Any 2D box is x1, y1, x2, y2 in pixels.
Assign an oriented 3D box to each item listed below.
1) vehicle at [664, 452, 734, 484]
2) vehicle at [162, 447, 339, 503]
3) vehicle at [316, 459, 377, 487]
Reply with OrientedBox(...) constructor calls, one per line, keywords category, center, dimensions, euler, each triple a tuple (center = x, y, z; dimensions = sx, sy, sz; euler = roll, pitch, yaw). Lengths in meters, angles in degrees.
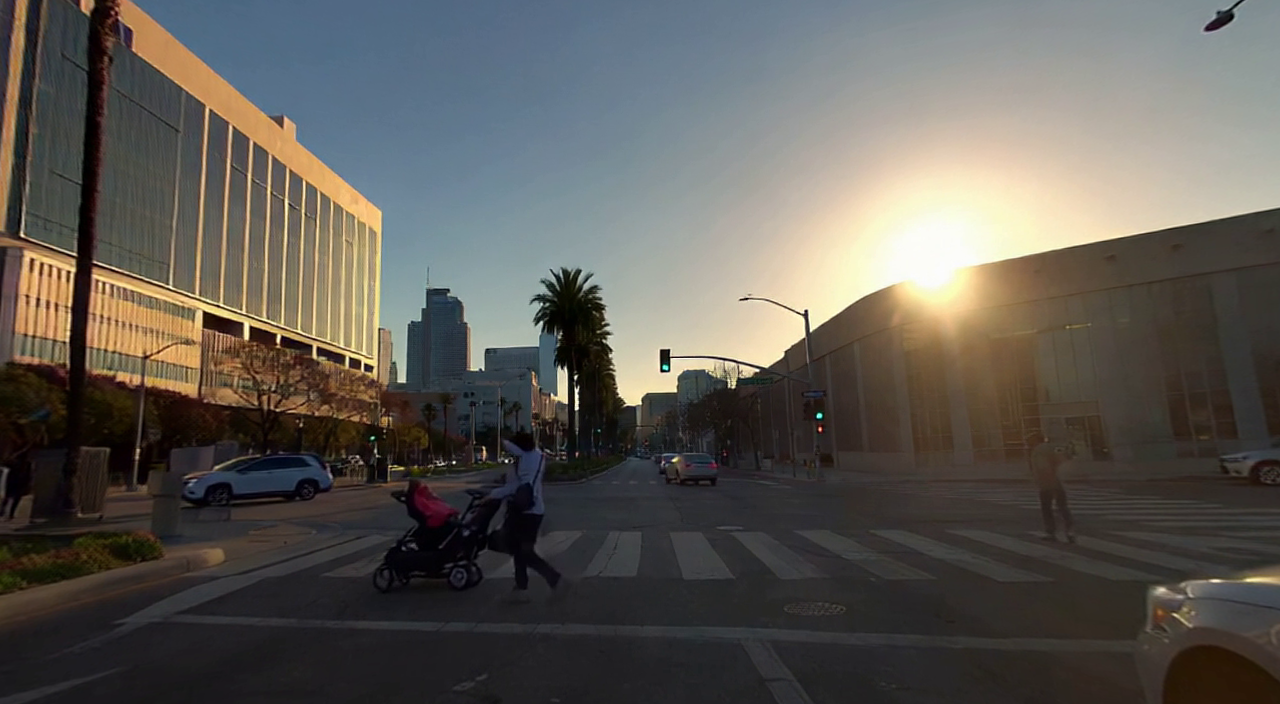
OrientedBox(category="vehicle", center=(2.999, 6.001, 33.047), dimensions=(2.000, 1.525, 4.273), euler=(3, -9, -19))
OrientedBox(category="vehicle", center=(-12.275, 3.872, 20.306), dimensions=(4.499, 1.594, 1.898), euler=(3, -9, -23))
OrientedBox(category="vehicle", center=(-20.097, 8.262, 43.455), dimensions=(2.043, 1.745, 4.420), euler=(0, -8, 0))
